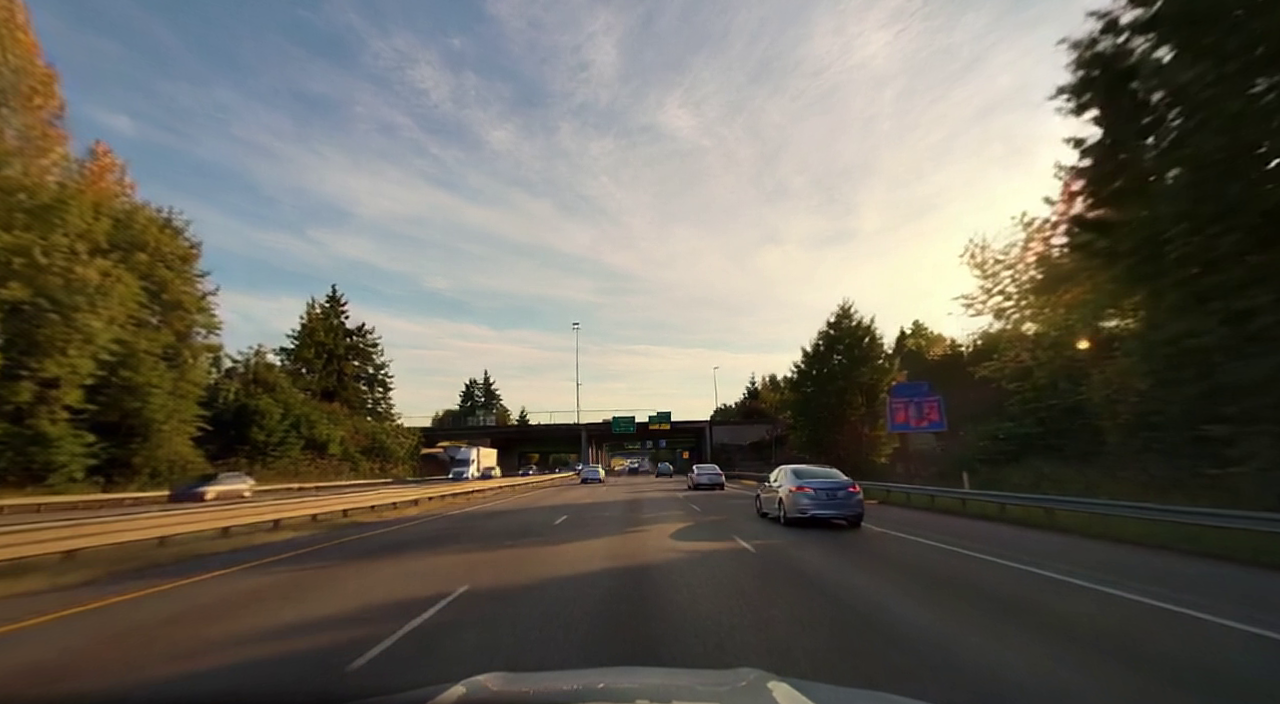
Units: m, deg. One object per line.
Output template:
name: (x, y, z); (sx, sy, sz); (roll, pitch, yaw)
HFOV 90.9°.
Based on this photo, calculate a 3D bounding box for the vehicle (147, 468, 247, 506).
vehicle: (-19.895, 6.059, 28.518); (1.750, 1.525, 3.748); (1, -10, -1)

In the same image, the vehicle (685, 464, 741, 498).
vehicle: (3.461, 6.235, 30.678); (2.051, 1.472, 4.547); (1, -10, -2)

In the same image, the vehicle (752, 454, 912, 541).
vehicle: (3.995, 3.148, 14.129); (2.010, 1.579, 4.679); (1, -10, -2)
